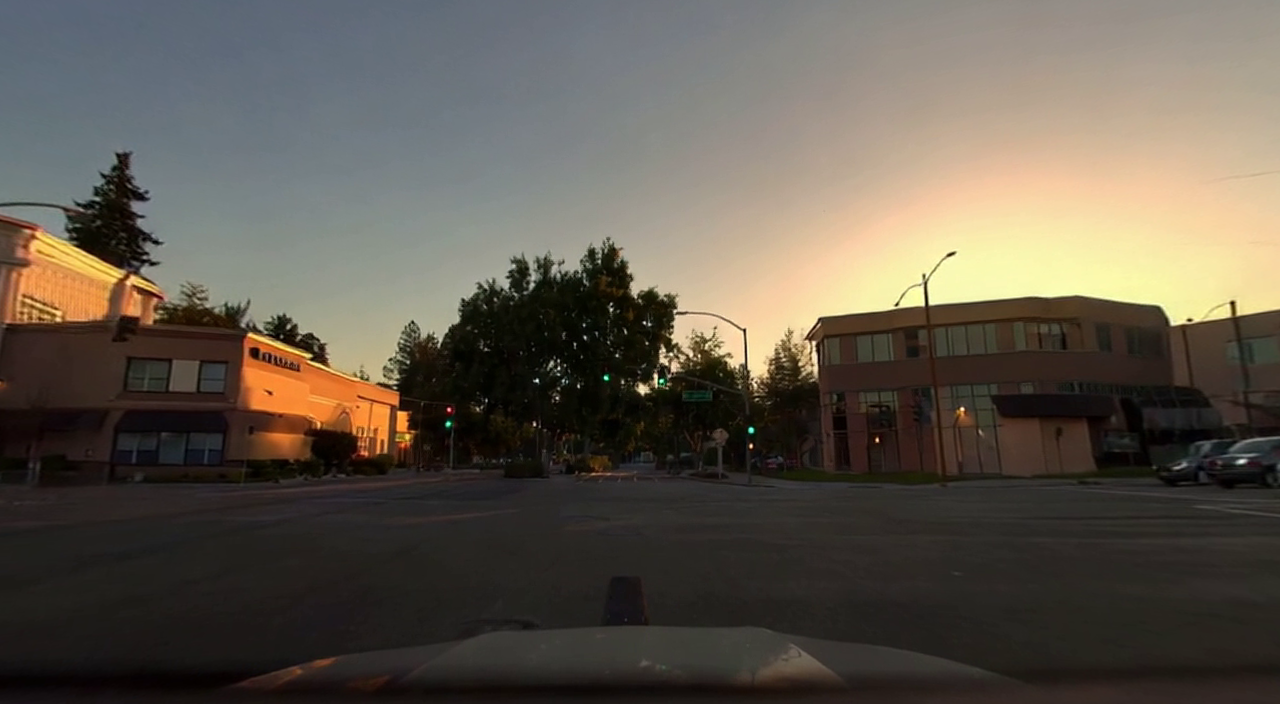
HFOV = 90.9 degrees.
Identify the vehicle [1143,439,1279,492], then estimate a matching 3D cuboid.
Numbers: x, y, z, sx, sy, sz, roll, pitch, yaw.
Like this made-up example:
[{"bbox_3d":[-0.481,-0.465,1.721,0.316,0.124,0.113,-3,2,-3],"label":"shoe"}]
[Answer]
[{"bbox_3d":[20.194,3.826,21.393,4.483,1.691,1.949,0,-8,0],"label":"vehicle"}]
